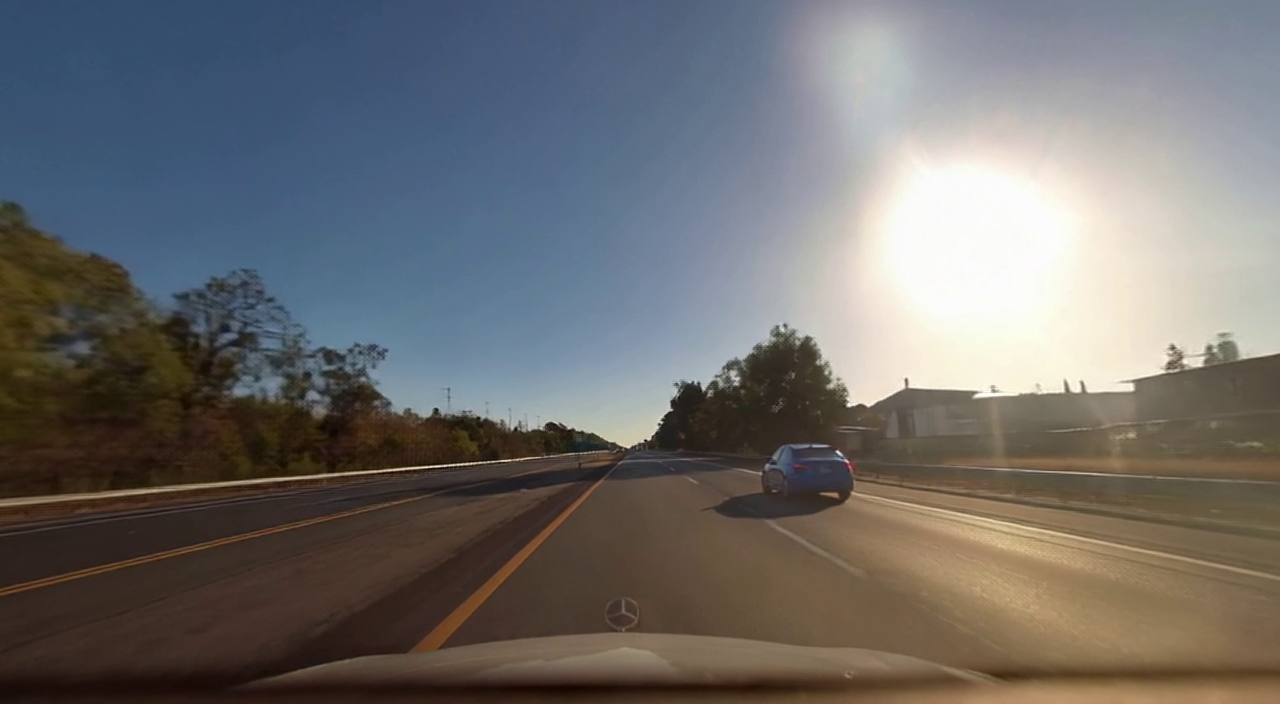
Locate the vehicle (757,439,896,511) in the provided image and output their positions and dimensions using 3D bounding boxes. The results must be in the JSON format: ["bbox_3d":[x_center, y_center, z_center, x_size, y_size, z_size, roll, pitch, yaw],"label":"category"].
[{"bbox_3d":[4.240,2.871,15.043,1.981,1.440,4.125,0,-9,-1],"label":"vehicle"}]
